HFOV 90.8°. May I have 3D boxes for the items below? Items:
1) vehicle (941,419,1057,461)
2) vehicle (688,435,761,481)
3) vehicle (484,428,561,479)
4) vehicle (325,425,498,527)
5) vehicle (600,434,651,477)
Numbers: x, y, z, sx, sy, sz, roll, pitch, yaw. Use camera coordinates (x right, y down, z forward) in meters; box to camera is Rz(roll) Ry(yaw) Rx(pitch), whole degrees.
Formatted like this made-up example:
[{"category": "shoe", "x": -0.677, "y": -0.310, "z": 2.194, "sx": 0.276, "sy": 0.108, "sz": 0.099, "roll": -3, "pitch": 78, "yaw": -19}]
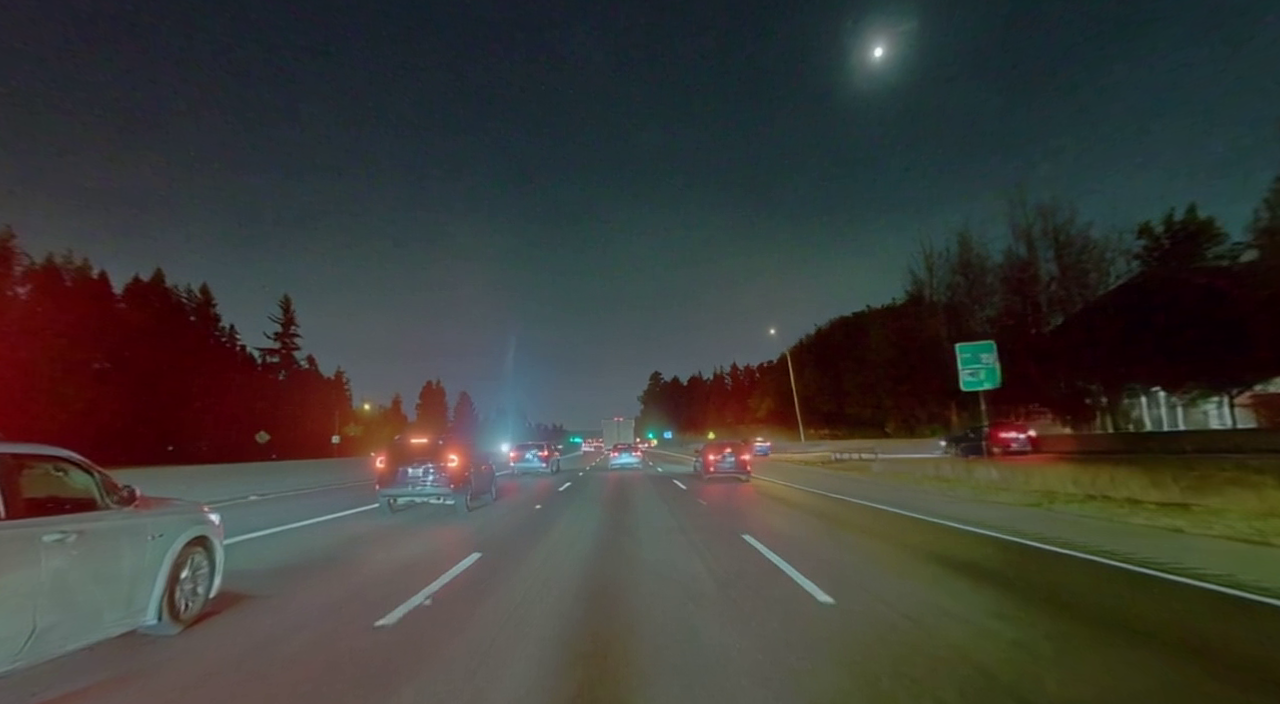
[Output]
[{"category": "vehicle", "x": 15.203, "y": 3.793, "z": 27.044, "sx": 2.048, "sy": 1.674, "sz": 4.106, "roll": 2, "pitch": -9, "yaw": -10}, {"category": "vehicle", "x": 3.097, "y": 3.986, "z": 23.978, "sx": 2.027, "sy": 1.554, "sz": 4.252, "roll": 0, "pitch": -9, "yaw": -2}, {"category": "vehicle", "x": -4.828, "y": 4.294, "z": 26.875, "sx": 2.301, "sy": 1.944, "sz": 5.482, "roll": 0, "pitch": -9, "yaw": -1}, {"category": "vehicle", "x": -4.253, "y": 2.367, "z": 12.562, "sx": 1.988, "sy": 1.668, "sz": 4.021, "roll": 0, "pitch": -9, "yaw": -1}, {"category": "vehicle", "x": -0.645, "y": 4.514, "z": 27.741, "sx": 2.063, "sy": 1.703, "sz": 4.203, "roll": 0, "pitch": -9, "yaw": -2}]
